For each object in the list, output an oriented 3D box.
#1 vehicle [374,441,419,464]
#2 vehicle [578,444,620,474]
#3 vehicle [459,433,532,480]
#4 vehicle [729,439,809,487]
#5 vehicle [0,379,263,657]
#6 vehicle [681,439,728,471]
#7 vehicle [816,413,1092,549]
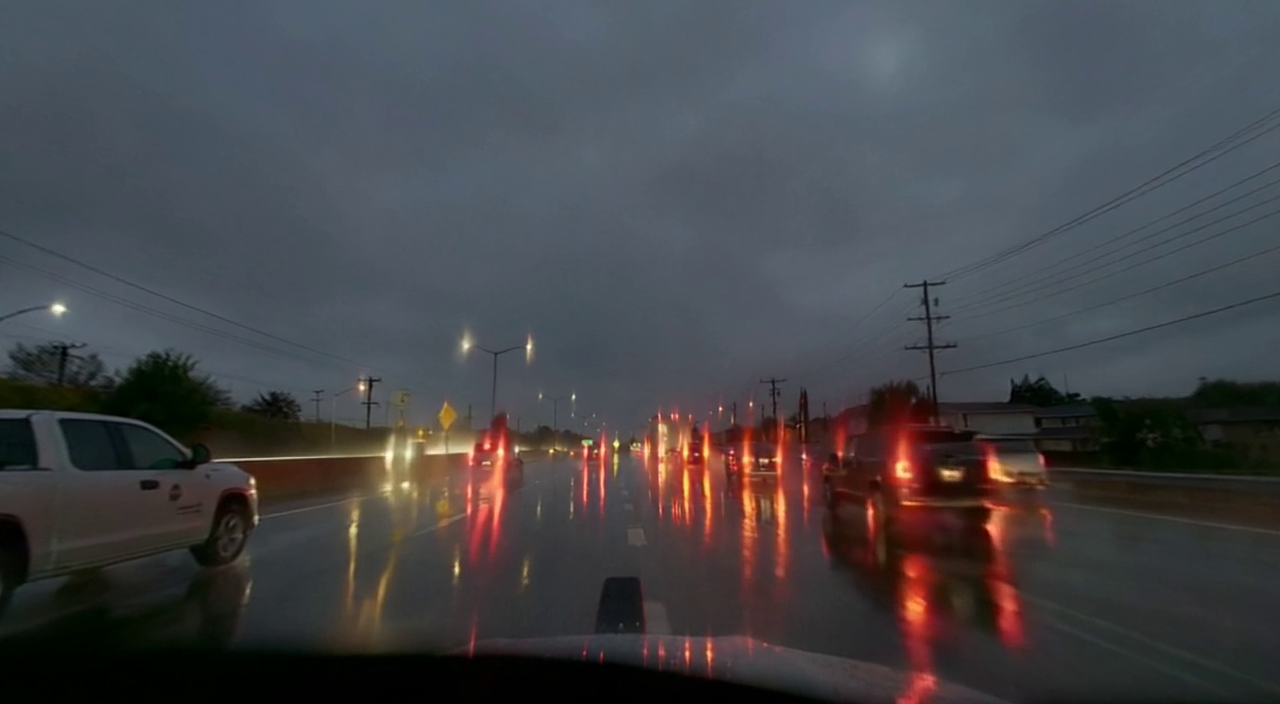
[{"bbox_3d":[-15.855,6.565,41.161,1.607,1.454,3.631,1,-9,-2],"label":"vehicle"},{"bbox_3d":[-2.129,5.707,33.862,2.060,1.508,4.308,1,-9,-1],"label":"vehicle"},{"bbox_3d":[-6.163,4.527,27.547,2.147,1.825,4.602,0,-9,-1],"label":"vehicle"},{"bbox_3d":[4.758,4.163,23.945,1.978,1.607,4.245,1,-9,-2],"label":"vehicle"},{"bbox_3d":[-5.042,1.105,4.424,2.127,1.705,4.374,1,-9,-2],"label":"vehicle"},{"bbox_3d":[3.806,6.189,38.050,2.182,1.782,4.800,1,-9,-2],"label":"vehicle"},{"bbox_3d":[4.877,2.084,10.874,2.086,1.783,4.868,1,-9,-2],"label":"vehicle"}]
